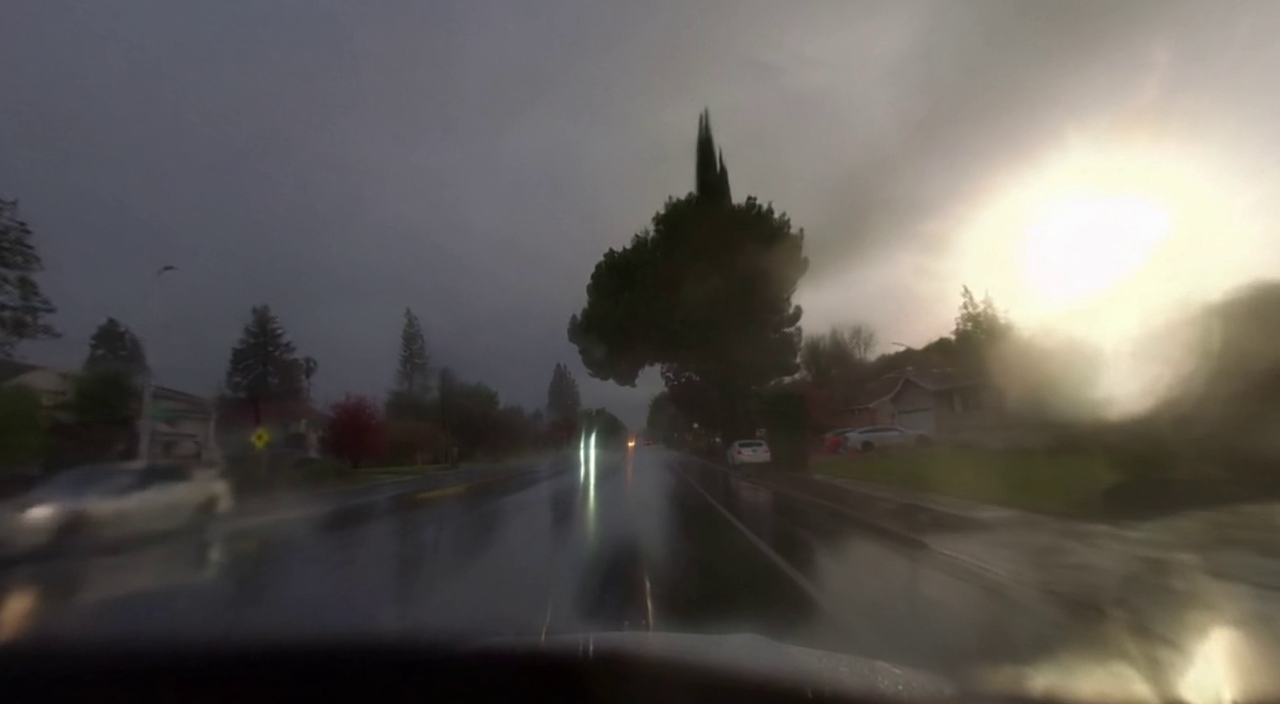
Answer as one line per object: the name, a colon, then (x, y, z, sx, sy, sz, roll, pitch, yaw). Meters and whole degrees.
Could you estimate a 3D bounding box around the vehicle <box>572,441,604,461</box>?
vehicle: (-3.690, 7.154, 45.559, 1.973, 1.400, 3.915, 0, -8, 0)

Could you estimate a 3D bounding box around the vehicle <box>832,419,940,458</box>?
vehicle: (10.956, 3.895, 28.373, 4.037, 1.673, 1.983, -1, -8, 3)

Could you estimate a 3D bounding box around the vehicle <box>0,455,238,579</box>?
vehicle: (-9.248, 2.517, 10.497, 2.027, 1.522, 4.469, 0, -8, 2)

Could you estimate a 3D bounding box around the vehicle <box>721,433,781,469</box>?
vehicle: (5.169, 4.690, 29.965, 1.995, 1.546, 4.474, 0, -8, -1)
